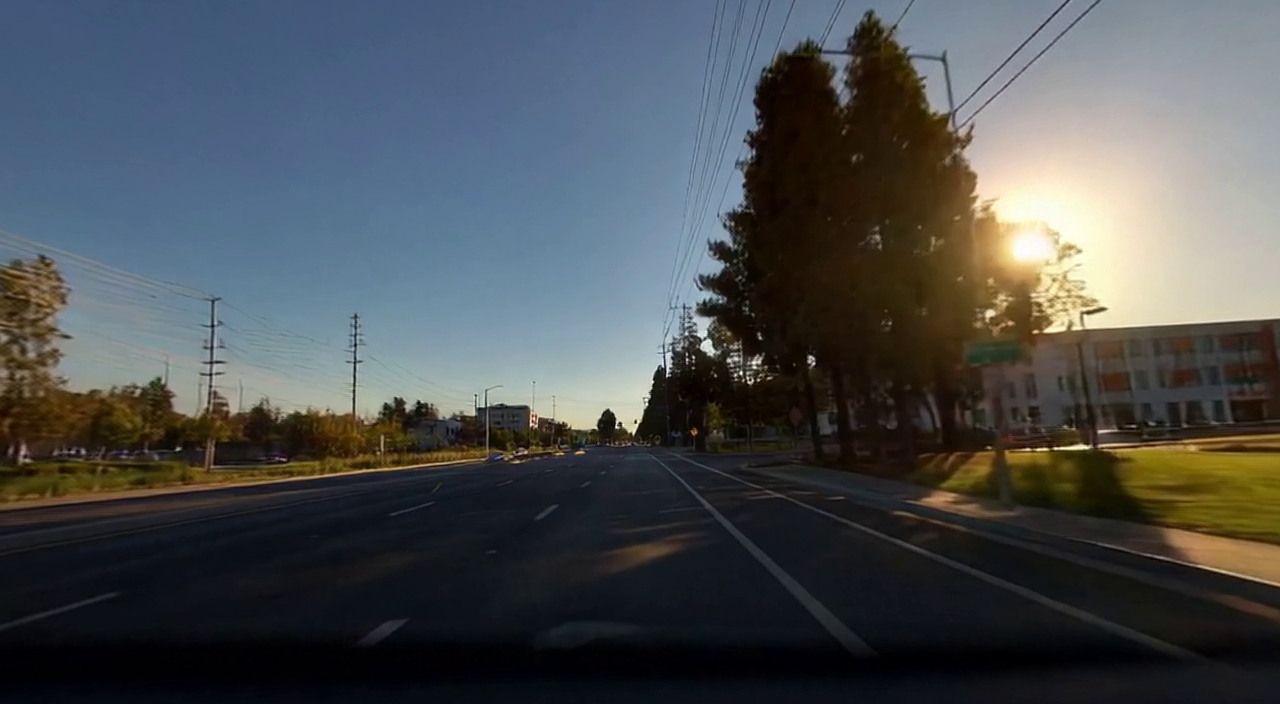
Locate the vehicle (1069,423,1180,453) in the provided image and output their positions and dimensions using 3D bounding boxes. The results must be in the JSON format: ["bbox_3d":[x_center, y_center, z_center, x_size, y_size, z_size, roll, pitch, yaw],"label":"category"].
[{"bbox_3d":[25.413,4.590,33.412,1.996,1.442,4.785,0,-8,-2],"label":"vehicle"}]
